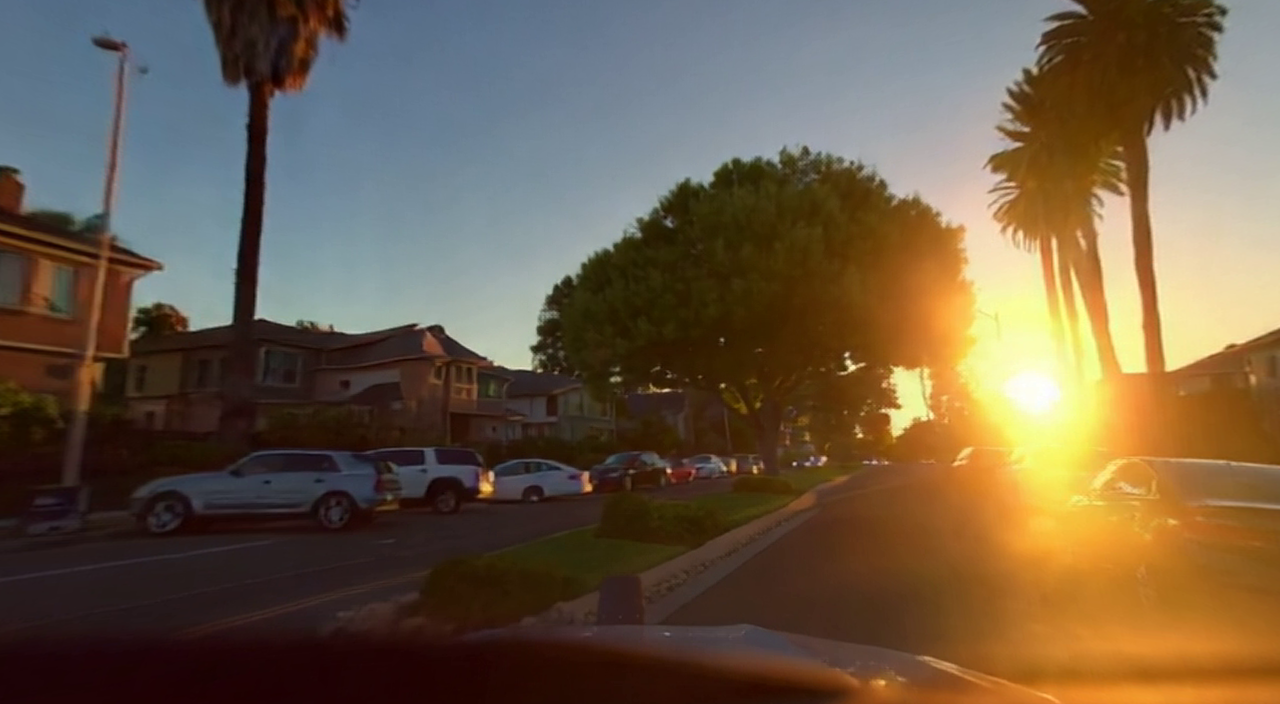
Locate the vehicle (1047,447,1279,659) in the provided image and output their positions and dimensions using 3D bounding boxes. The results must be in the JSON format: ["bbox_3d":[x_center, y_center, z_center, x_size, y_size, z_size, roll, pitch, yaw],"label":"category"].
[{"bbox_3d":[5.774,1.725,6.456,2.001,1.461,4.492,-4,-9,24],"label":"vehicle"}]

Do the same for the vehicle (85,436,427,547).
[{"bbox_3d":[-6.637,2.407,11.314,4.866,1.752,1.998,-1,-8,5],"label":"vehicle"}]
